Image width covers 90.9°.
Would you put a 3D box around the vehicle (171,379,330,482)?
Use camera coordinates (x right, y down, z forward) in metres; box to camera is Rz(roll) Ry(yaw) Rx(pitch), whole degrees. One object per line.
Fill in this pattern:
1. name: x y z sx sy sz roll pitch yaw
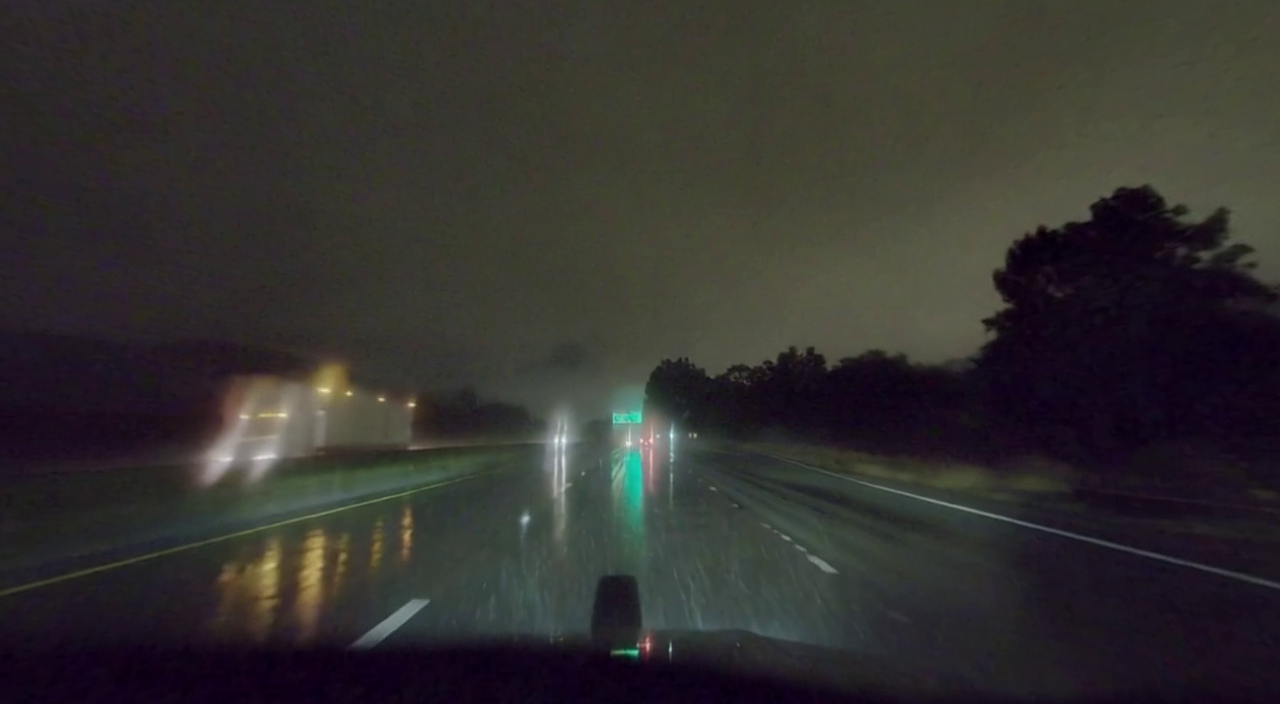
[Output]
1. vehicle: -16.511 3.412 27.376 2.983 3.932 6.093 0 -8 -1
